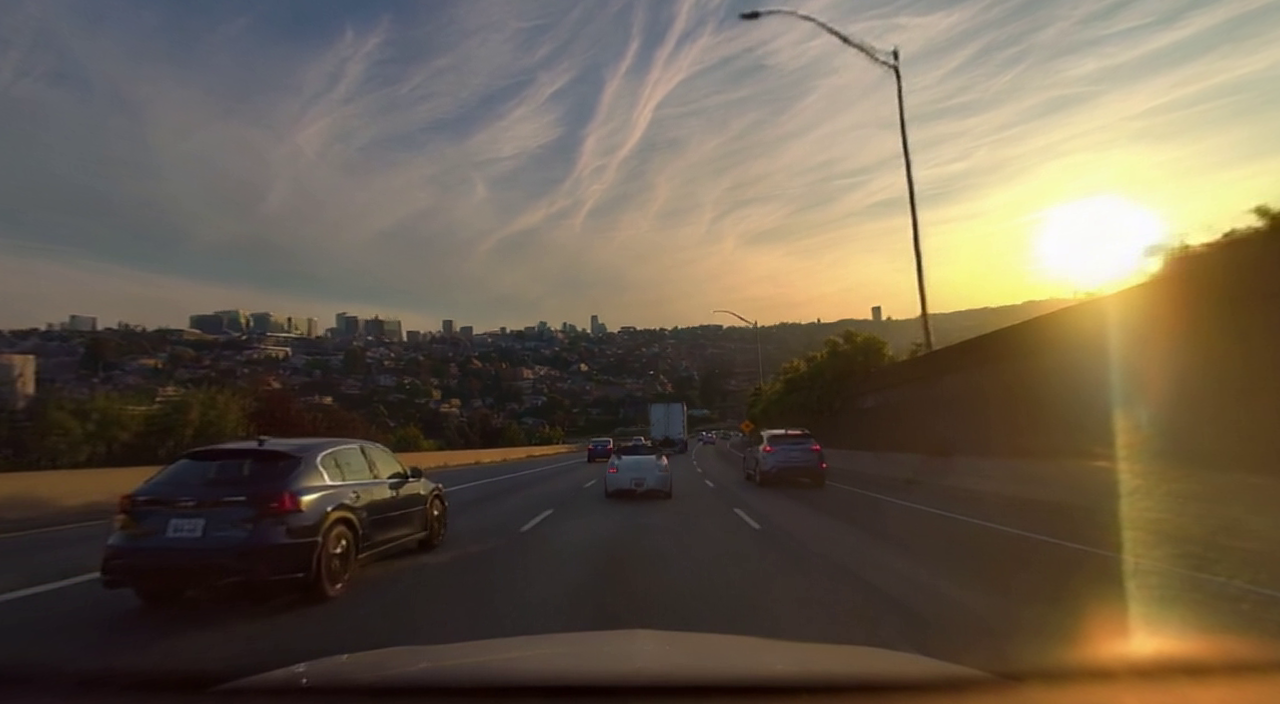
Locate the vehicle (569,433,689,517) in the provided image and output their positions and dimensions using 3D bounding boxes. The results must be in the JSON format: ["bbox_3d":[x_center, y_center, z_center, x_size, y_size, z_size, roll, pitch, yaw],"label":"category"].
[{"bbox_3d":[-0.165,2.490,13.286,2.136,1.470,3.971,-1,-9,1],"label":"vehicle"}]

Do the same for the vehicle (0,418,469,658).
[{"bbox_3d":[-3.601,1.541,6.516,2.130,1.474,5.027,-1,-9,2],"label":"vehicle"}]

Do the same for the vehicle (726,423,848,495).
[{"bbox_3d":[3.766,2.849,17.159,2.166,1.666,4.618,0,-9,0],"label":"vehicle"}]
